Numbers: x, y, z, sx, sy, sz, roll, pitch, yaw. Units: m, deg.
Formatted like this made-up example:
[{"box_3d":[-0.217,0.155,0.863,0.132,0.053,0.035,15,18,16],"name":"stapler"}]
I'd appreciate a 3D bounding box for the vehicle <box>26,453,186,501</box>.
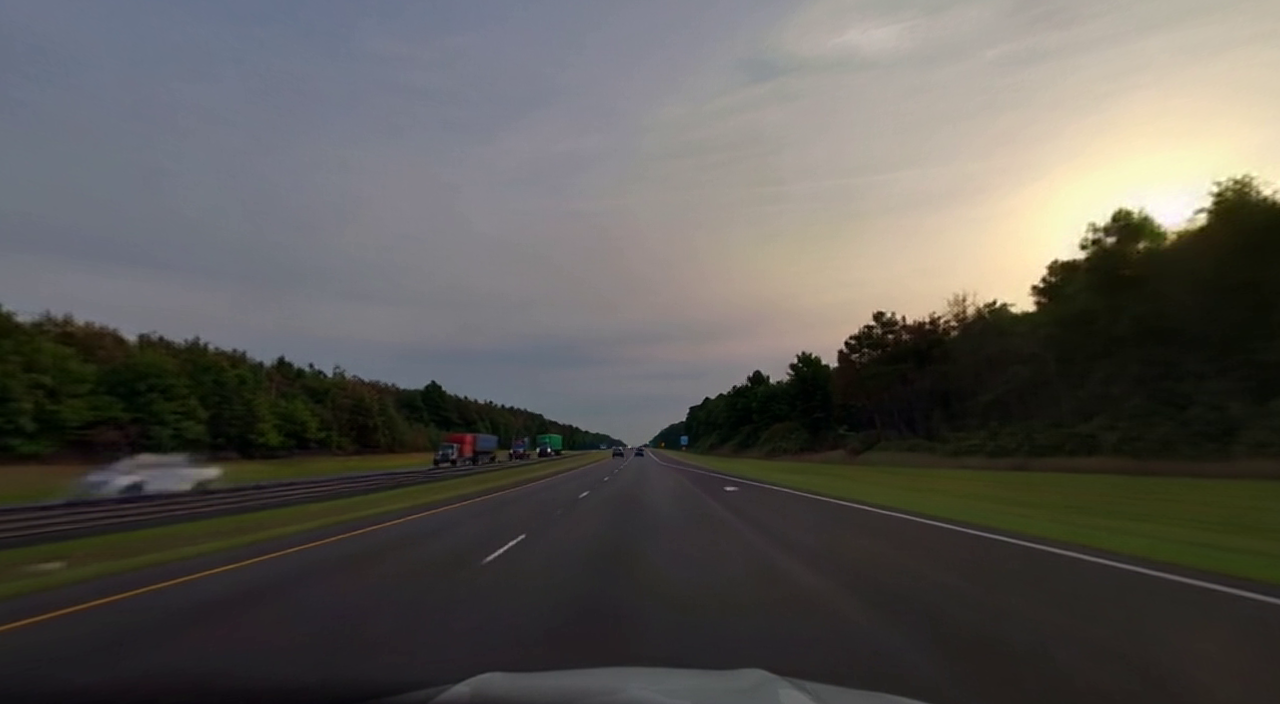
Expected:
[{"box_3d":[-18.797,4.392,22.508,1.861,1.480,4.413,0,-9,0],"name":"vehicle"}]
